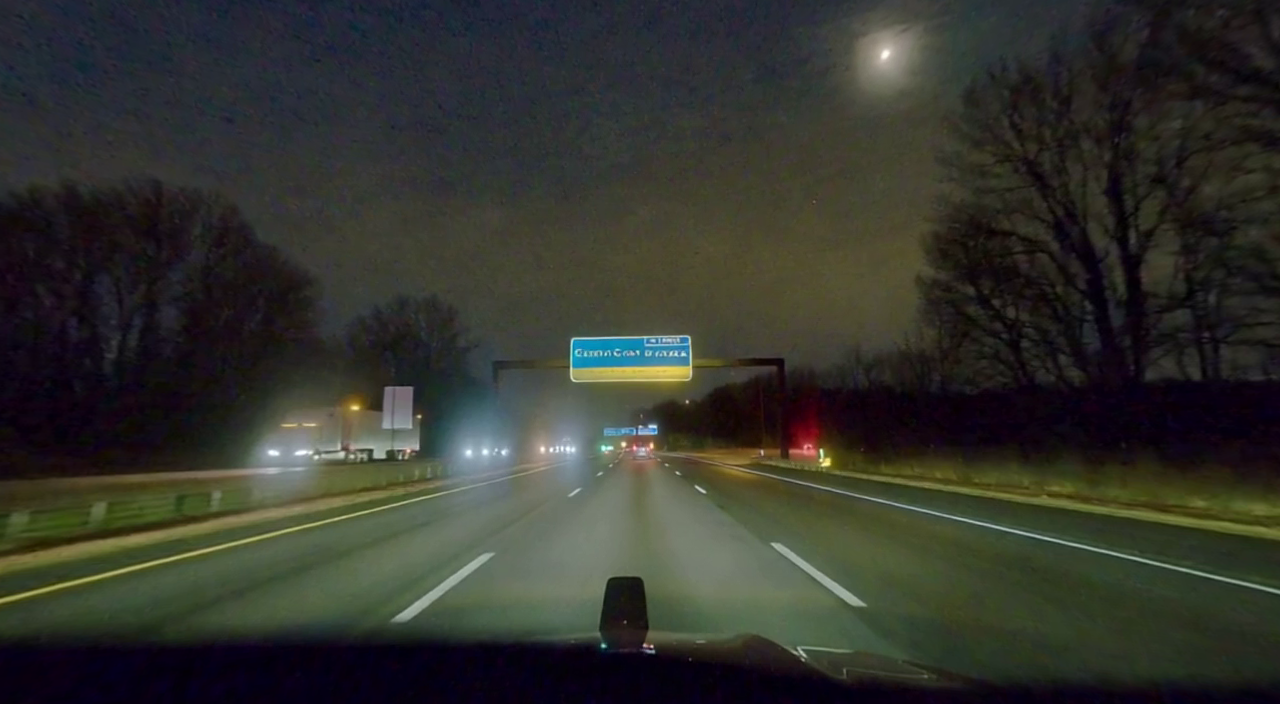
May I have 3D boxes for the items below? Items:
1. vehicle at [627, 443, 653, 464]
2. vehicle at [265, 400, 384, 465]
[{"bbox_3d":[-0.001,7.506,46.648,1.859,1.478,3.799,0,-8,0],"label":"vehicle"},{"bbox_3d":[-21.197,5.637,43.081,2.940,3.918,9.839,0,-9,0],"label":"vehicle"}]
